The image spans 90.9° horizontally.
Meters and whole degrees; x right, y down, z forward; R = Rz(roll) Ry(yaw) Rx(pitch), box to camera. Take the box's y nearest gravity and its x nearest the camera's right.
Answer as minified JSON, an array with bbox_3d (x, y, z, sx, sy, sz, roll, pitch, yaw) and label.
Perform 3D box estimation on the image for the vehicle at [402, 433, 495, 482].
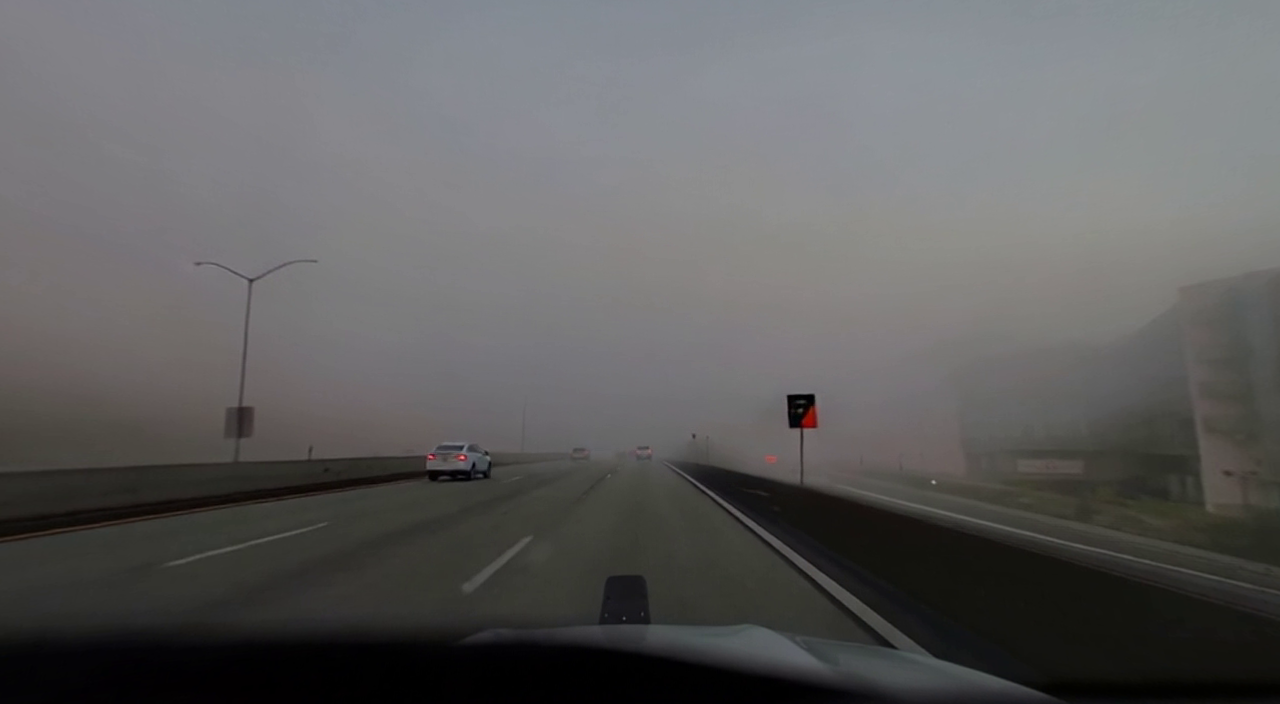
[{"bbox_3d":[-7.193,4.014,24.235,2.088,1.678,4.426,0,-8,1],"label":"vehicle"}]
